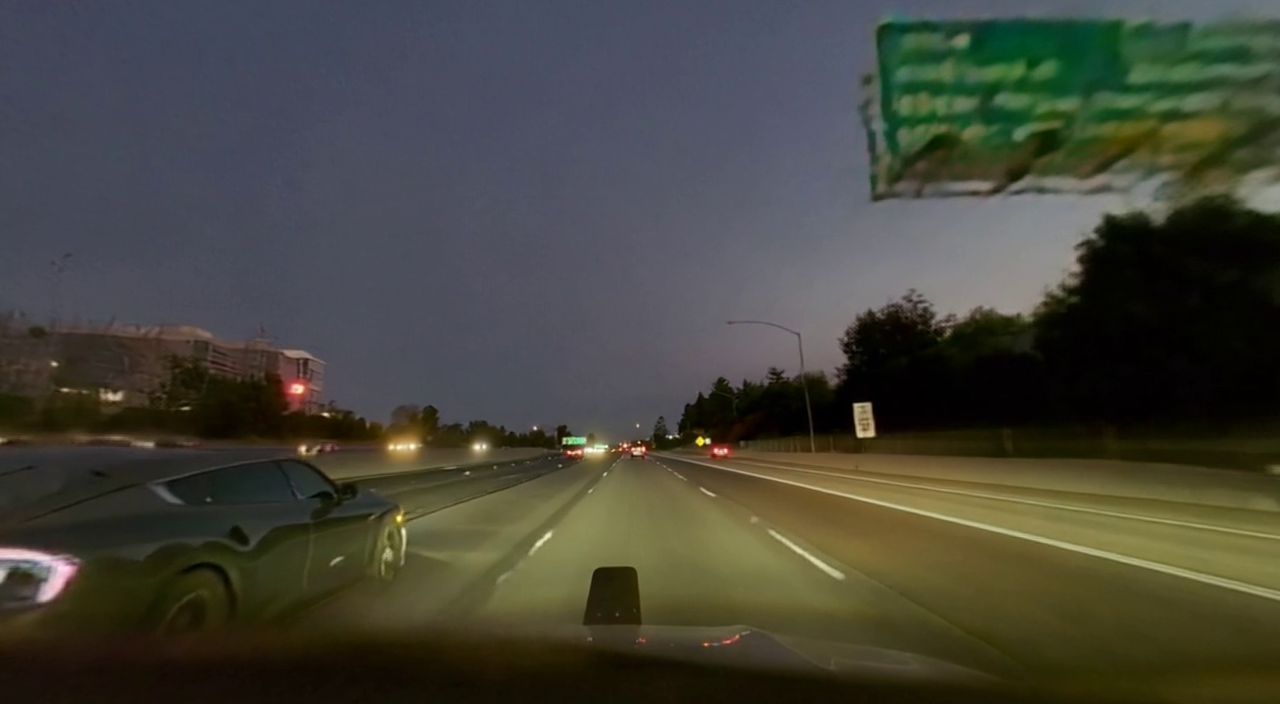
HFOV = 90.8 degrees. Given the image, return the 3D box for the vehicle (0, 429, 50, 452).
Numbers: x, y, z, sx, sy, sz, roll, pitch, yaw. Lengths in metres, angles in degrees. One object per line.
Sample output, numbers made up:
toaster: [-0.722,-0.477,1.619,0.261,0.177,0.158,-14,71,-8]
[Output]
vehicle: [-48.441,6.710,47.881,2.025,1.701,5.588,0,-9,0]
